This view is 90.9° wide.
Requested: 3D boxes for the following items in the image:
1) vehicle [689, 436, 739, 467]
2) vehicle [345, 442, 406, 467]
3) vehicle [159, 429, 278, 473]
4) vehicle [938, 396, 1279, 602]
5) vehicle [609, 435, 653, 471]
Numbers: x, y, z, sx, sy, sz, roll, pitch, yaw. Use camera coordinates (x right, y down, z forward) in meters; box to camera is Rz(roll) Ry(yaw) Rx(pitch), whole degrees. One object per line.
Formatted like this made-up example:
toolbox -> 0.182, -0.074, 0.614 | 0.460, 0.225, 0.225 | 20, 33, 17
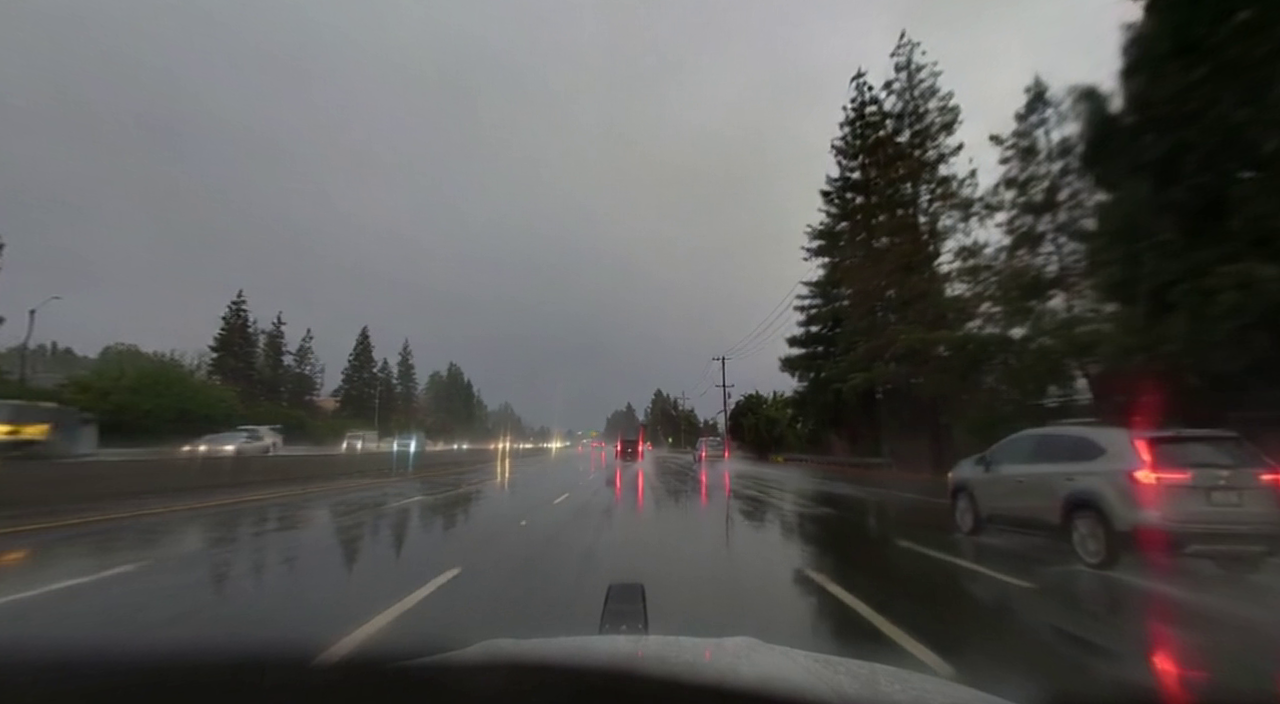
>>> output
vehicle -> 4.355, 5.966, 37.987 | 2.099, 1.720, 4.829 | 1, -9, -4
vehicle -> -16.653, 6.463, 39.951 | 1.902, 1.437, 4.601 | 0, -8, 0
vehicle -> -16.390, 3.886, 24.812 | 1.838, 1.551, 4.182 | 0, -9, -2
vehicle -> 5.999, 1.604, 7.794 | 2.102, 1.723, 4.745 | 1, -9, -3
vehicle -> -0.543, 5.331, 33.417 | 2.192, 1.769, 4.287 | 0, -9, -2
